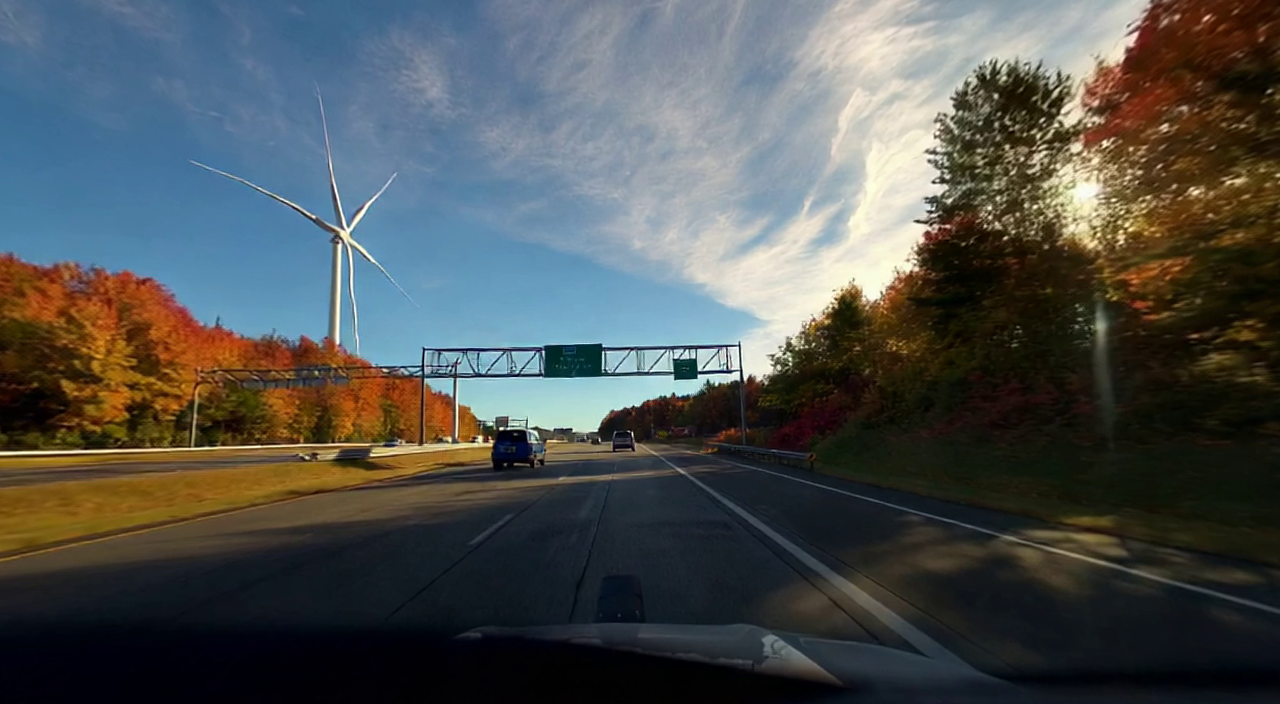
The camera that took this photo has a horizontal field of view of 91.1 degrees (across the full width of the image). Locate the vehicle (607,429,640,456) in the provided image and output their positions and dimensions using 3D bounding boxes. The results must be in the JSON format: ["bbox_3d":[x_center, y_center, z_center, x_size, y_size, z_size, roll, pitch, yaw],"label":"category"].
[{"bbox_3d":[-1.170,6.378,44.525,2.213,1.774,4.563,0,-8,-1],"label":"vehicle"}]

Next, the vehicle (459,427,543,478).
[{"bbox_3d":[-4.826,3.519,22.399,2.062,1.622,4.153,0,-8,0],"label":"vehicle"}]
